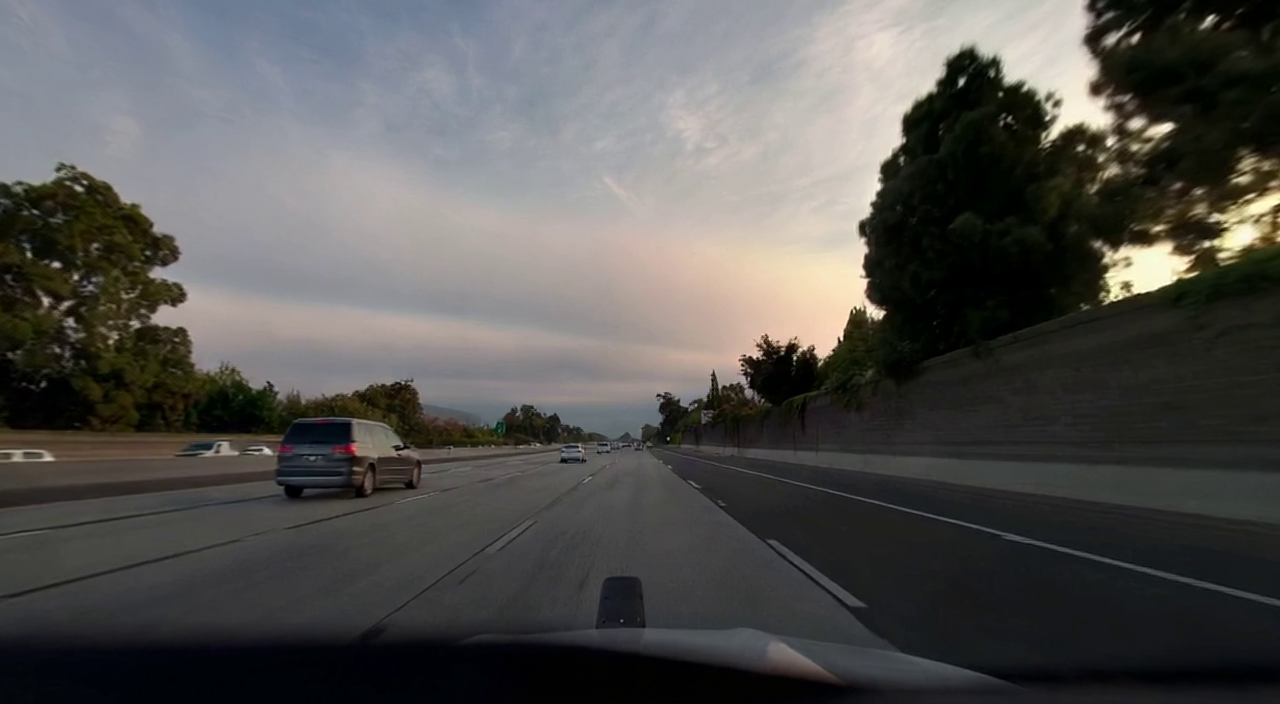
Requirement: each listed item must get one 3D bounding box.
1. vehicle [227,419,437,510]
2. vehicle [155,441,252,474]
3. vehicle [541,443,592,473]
[{"bbox_3d":[-7.606,2.864,16.661,2.351,1.922,6.335,0,-8,0],"label":"vehicle"},{"bbox_3d":[-29.450,7.114,42.828,2.262,1.999,5.898,0,-8,1],"label":"vehicle"},{"bbox_3d":[-3.802,5.545,33.386,2.106,1.452,4.525,0,-8,0],"label":"vehicle"}]
